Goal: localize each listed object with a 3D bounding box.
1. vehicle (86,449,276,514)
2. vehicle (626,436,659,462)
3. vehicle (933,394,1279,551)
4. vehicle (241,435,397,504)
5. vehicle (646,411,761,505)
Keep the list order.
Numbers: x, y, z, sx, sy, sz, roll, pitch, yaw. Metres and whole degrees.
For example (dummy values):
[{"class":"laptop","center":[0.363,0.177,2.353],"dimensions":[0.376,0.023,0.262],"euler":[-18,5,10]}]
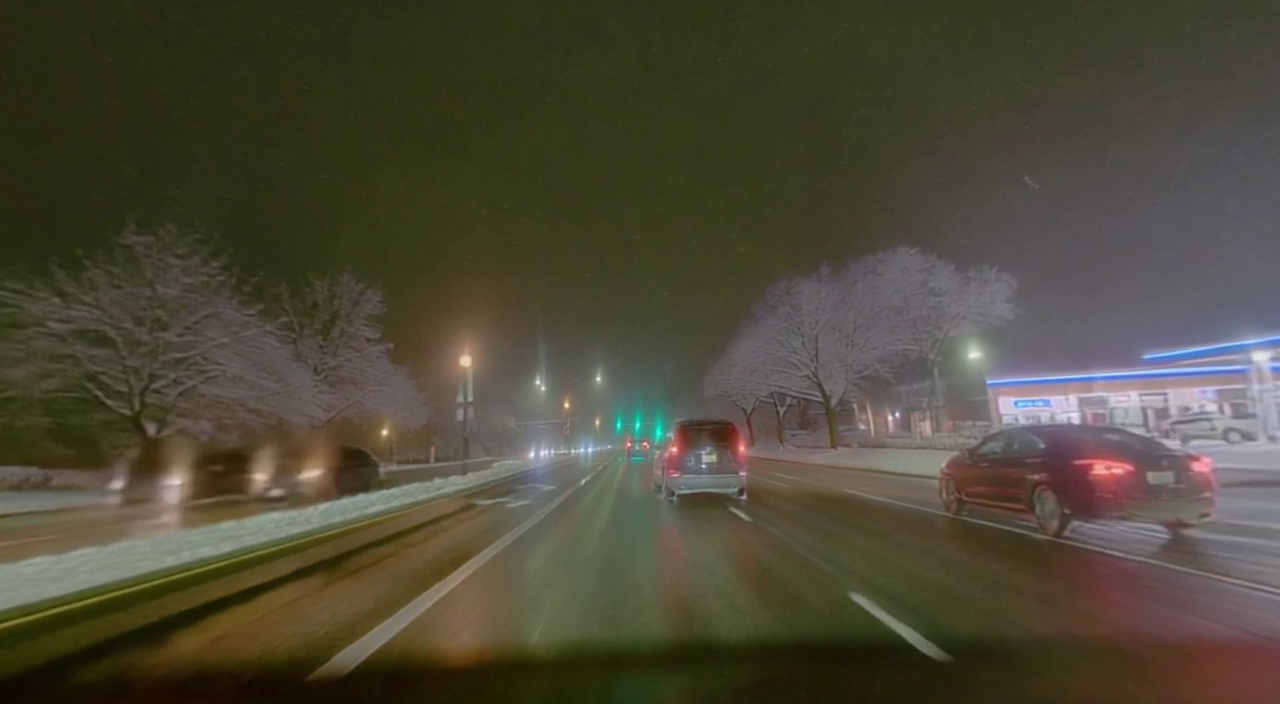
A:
[{"class":"vehicle","center":[-12.193,3.422,17.242],"dimensions":[1.868,1.496,4.390],"euler":[0,-8,0]},{"class":"vehicle","center":[0.159,6.532,42.653],"dimensions":[2.101,1.707,3.904],"euler":[0,-8,-1]},{"class":"vehicle","center":[6.659,1.713,9.618],"dimensions":[2.025,1.765,4.729],"euler":[0,-8,-1]},{"class":"vehicle","center":[-8.864,3.256,18.007],"dimensions":[2.044,1.695,4.503],"euler":[0,-8,0]},{"class":"vehicle","center":[1.331,2.526,15.451],"dimensions":[2.038,1.917,4.900],"euler":[0,-8,-3]}]
